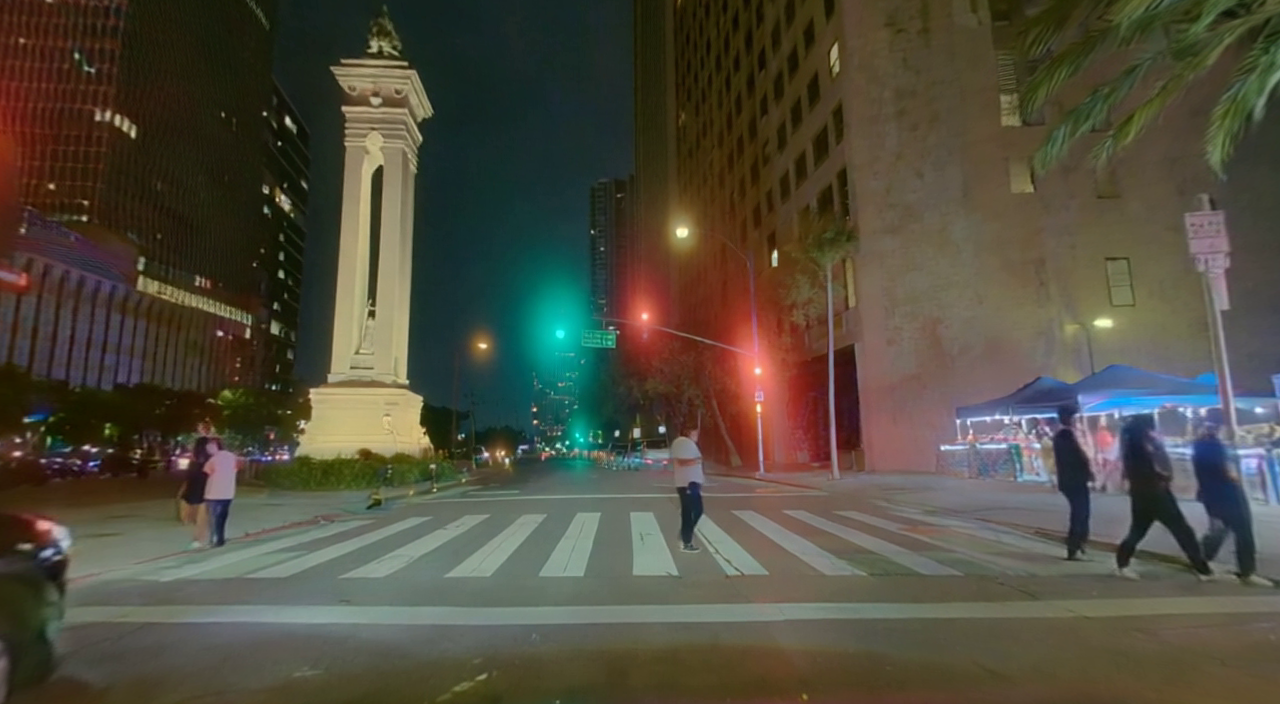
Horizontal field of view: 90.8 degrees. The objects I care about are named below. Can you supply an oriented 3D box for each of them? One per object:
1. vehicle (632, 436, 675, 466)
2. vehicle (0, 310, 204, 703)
[{"bbox_3d":[0.914,7.288,46.648,2.322,2.071,5.366,1,-9,-9],"label":"vehicle"},{"bbox_3d":[-3.225,0.495,0.813,1.948,1.674,4.668,0,-8,0],"label":"vehicle"}]
